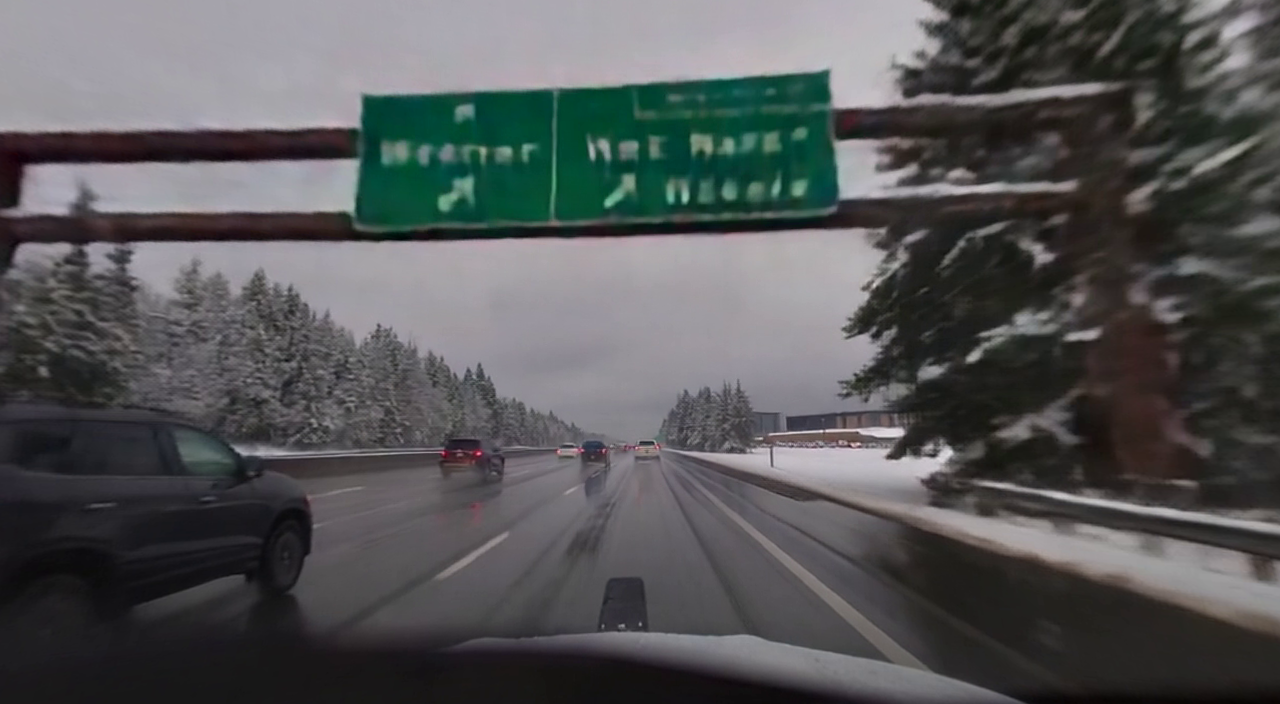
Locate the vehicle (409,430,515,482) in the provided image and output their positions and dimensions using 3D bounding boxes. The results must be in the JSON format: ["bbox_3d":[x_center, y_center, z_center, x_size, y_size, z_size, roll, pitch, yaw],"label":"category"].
[{"bbox_3d":[-7.223,4.289,26.459,2.521,1.901,5.988,0,-8,2],"label":"vehicle"}]

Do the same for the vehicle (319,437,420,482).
[{"bbox_3d":[-11.400,4.538,27.030,2.187,1.726,4.634,0,-8,1],"label":"vehicle"}]

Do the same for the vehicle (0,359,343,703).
[{"bbox_3d":[-4.138,1.041,3.954,2.136,1.718,4.873,0,-8,0],"label":"vehicle"}]

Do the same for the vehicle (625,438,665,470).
[{"bbox_3d":[0.250,5.818,36.167,2.135,1.697,4.757,0,-8,0],"label":"vehicle"}]

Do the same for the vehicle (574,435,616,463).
[{"bbox_3d":[-3.462,7.640,49.704,2.751,2.050,5.761,0,-8,2],"label":"vehicle"}]
